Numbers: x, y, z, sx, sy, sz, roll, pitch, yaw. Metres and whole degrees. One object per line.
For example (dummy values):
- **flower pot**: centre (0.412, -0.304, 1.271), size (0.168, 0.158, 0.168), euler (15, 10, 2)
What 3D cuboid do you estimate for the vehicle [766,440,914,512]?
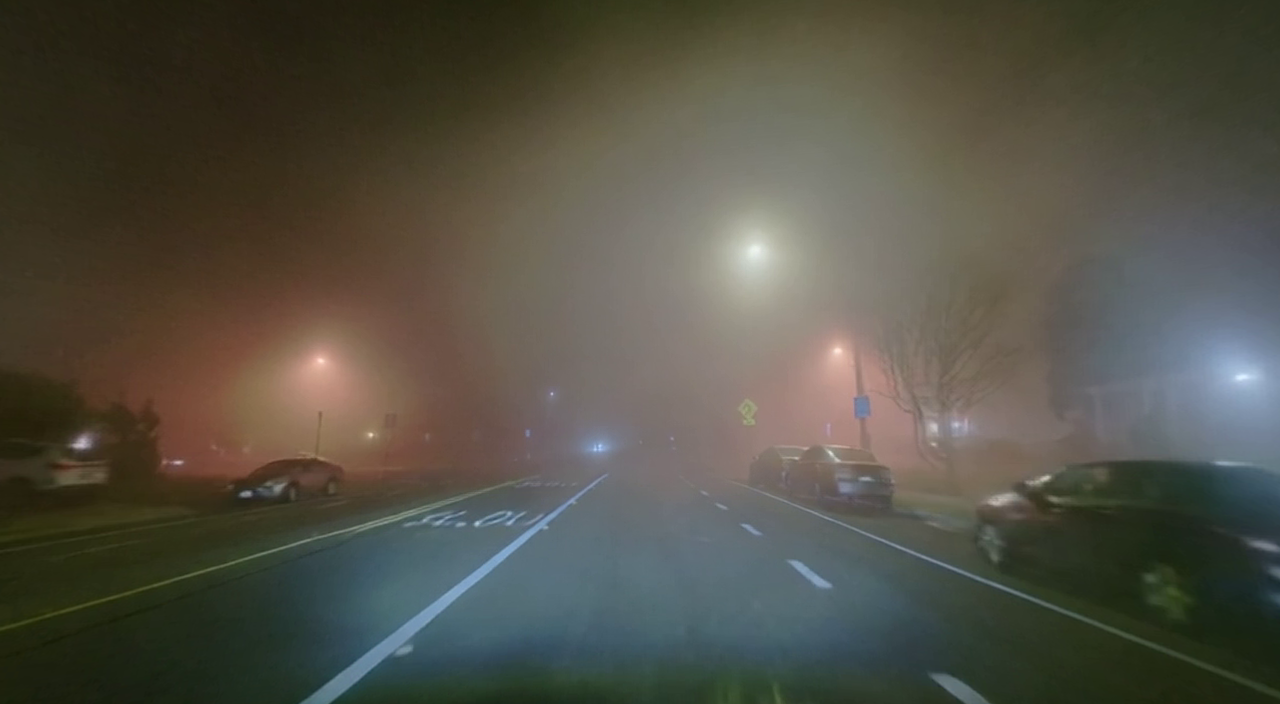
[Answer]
- **vehicle**: centre (4.615, 2.923, 15.418), size (2.196, 1.472, 4.426), euler (0, -8, 1)

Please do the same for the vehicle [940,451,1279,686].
- **vehicle**: centre (4.805, 1.604, 5.700), size (2.007, 1.352, 4.345), euler (0, -8, -1)

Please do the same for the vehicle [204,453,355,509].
- **vehicle**: centre (-10.961, 3.919, 19.696), size (1.949, 1.457, 4.581), euler (0, -8, 1)

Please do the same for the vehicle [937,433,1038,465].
- **vehicle**: centre (20.167, 5.652, 36.829), size (4.578, 1.740, 2.185), euler (0, -8, -1)

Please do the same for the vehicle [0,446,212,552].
- **vehicle**: centre (-11.222, 2.761, 12.714), size (2.052, 1.726, 4.475), euler (0, -8, 0)
